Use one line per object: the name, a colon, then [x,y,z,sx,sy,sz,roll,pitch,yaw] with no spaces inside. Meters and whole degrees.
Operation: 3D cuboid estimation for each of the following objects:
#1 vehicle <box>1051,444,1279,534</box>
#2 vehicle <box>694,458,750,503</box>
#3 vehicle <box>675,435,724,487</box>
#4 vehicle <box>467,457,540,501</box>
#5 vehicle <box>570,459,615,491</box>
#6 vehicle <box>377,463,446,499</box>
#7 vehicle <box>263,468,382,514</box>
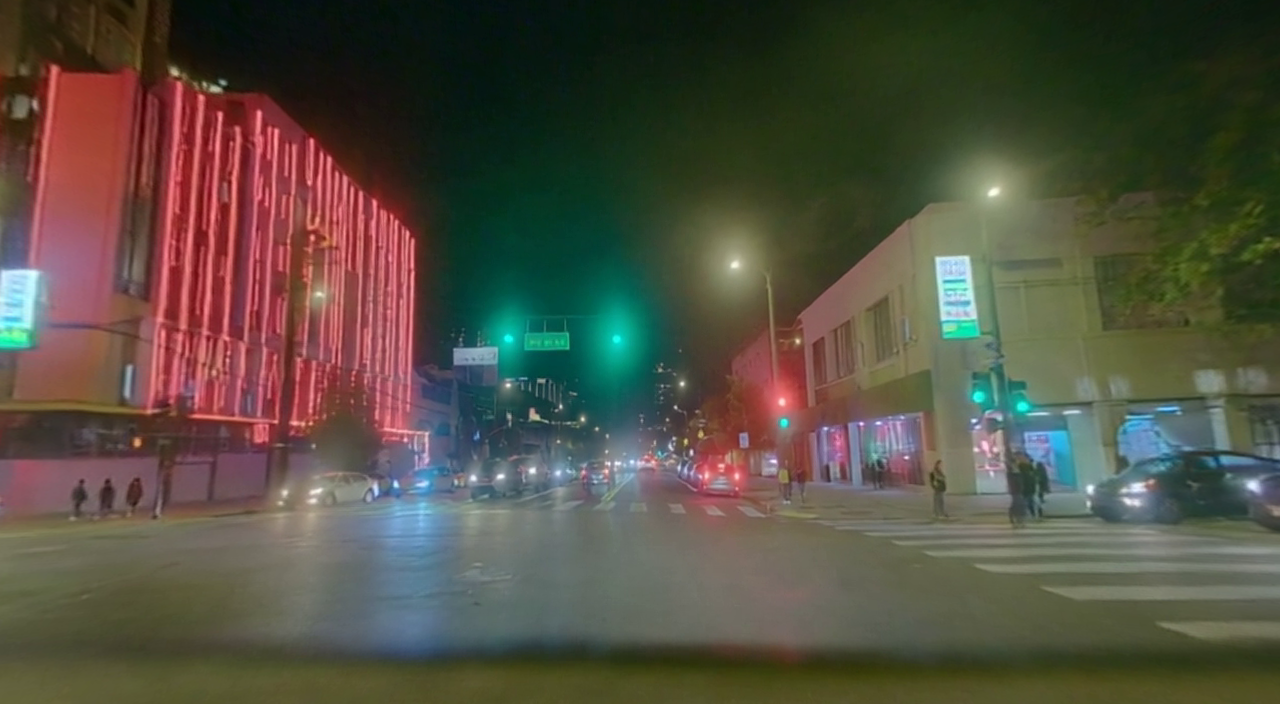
vehicle: [11.350,2.763,13.017,4.288,1.689,1.909,0,-9,2]
vehicle: [3.616,5.737,28.470,1.924,1.765,3.954,0,-8,-1]
vehicle: [4.241,7.944,46.518,2.989,3.455,7.975,0,-8,1]
vehicle: [-5.594,5.250,26.392,1.942,1.559,4.298,0,-8,2]
vehicle: [-2.460,6.493,33.393,1.973,1.496,3.713,0,-8,2]
vehicle: [-11.733,6.615,32.604,1.933,1.628,3.973,0,-8,2]
vehicle: [-12.158,5.324,24.544,1.934,1.434,4.636,-1,-8,4]
